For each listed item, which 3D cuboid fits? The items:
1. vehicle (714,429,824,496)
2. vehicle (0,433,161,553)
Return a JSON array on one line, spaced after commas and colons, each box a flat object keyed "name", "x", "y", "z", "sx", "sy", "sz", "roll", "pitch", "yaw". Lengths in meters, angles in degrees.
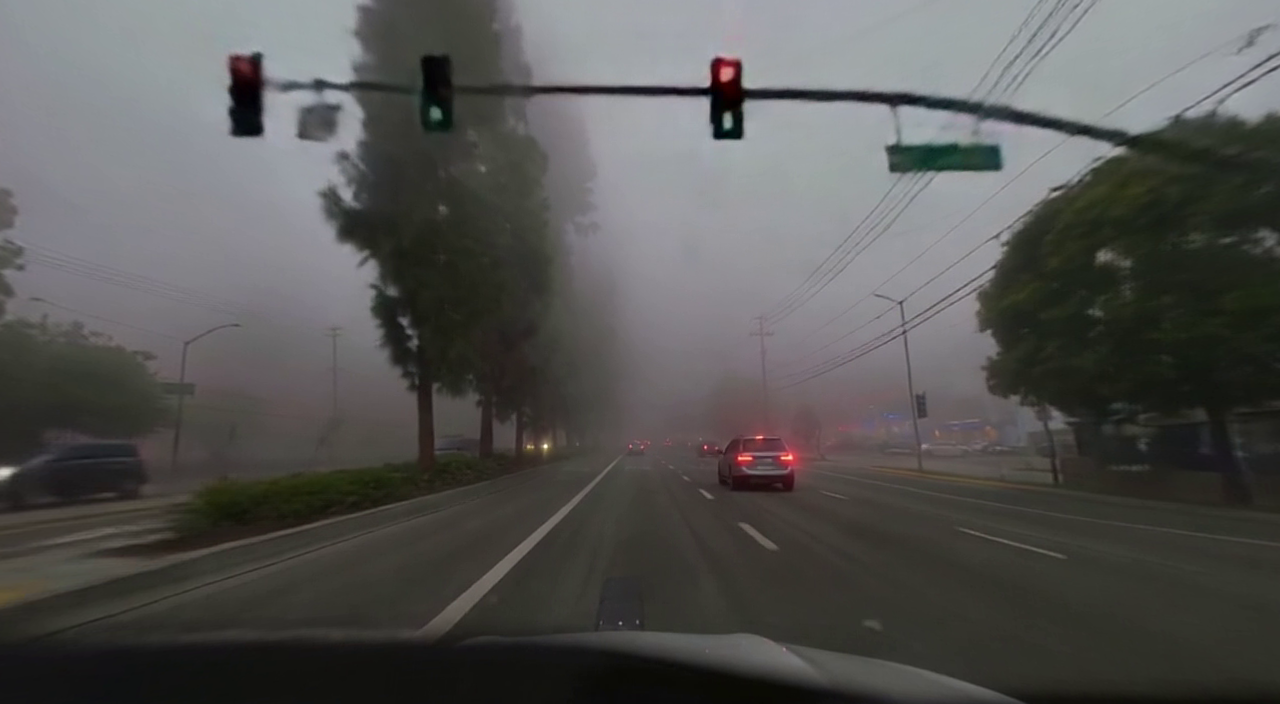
[{"name": "vehicle", "x": 3.547, "y": 3.128, "z": 18.230, "sx": 2.128, "sy": 1.699, "sz": 4.222, "roll": 0, "pitch": -8, "yaw": -2}, {"name": "vehicle", "x": -9.146, "y": 1.943, "z": 8.729, "sx": 1.816, "sy": 1.478, "sz": 4.404, "roll": -2, "pitch": -6, "yaw": -3}]
